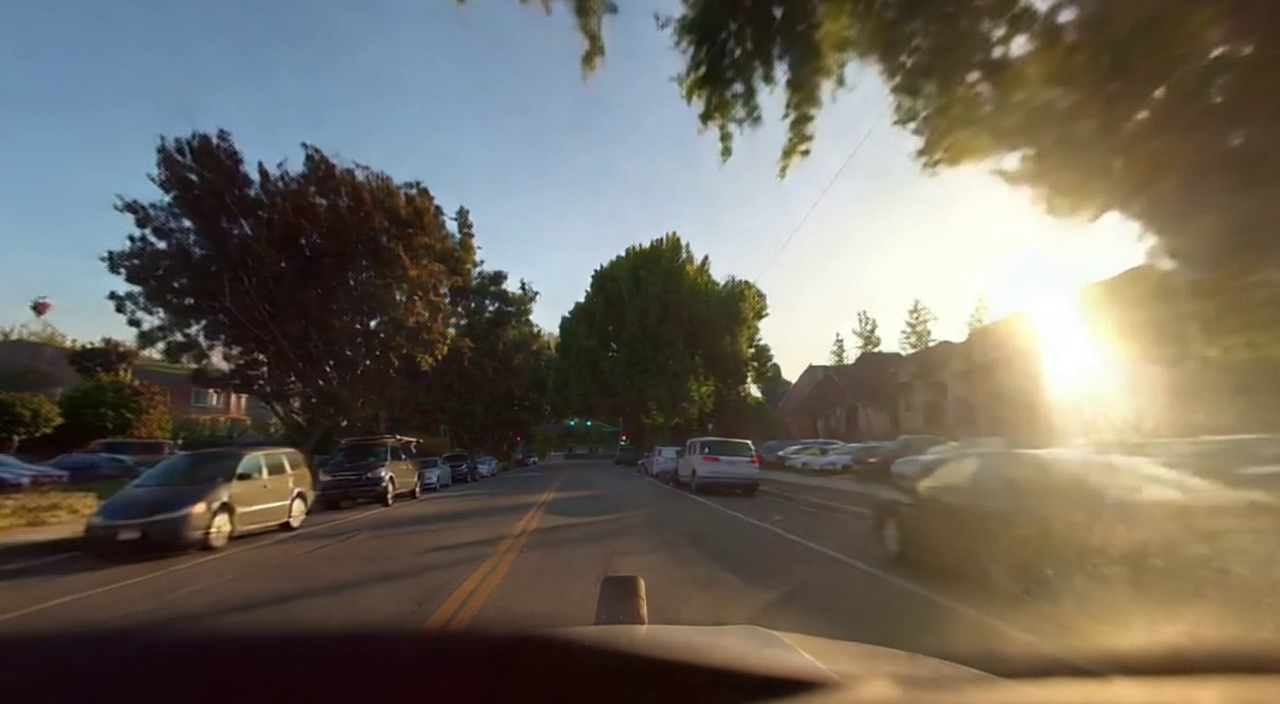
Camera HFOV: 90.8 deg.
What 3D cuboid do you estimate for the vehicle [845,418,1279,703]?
[{"bbox_3d":[3.920,1.484,5.918,2.016,1.509,4.789,1,-9,-5],"label":"vehicle"}]

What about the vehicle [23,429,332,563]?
[{"bbox_3d":[-8.019,2.606,11.920,2.171,1.838,5.344,-1,-11,-6],"label":"vehicle"}]

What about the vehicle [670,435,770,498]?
[{"bbox_3d":[2.555,3.864,21.814,2.255,1.863,5.629,1,-9,-5],"label":"vehicle"}]

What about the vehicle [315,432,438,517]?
[{"bbox_3d":[-8.642,3.928,21.352,2.382,2.223,5.472,-3,-6,-7],"label":"vehicle"}]
